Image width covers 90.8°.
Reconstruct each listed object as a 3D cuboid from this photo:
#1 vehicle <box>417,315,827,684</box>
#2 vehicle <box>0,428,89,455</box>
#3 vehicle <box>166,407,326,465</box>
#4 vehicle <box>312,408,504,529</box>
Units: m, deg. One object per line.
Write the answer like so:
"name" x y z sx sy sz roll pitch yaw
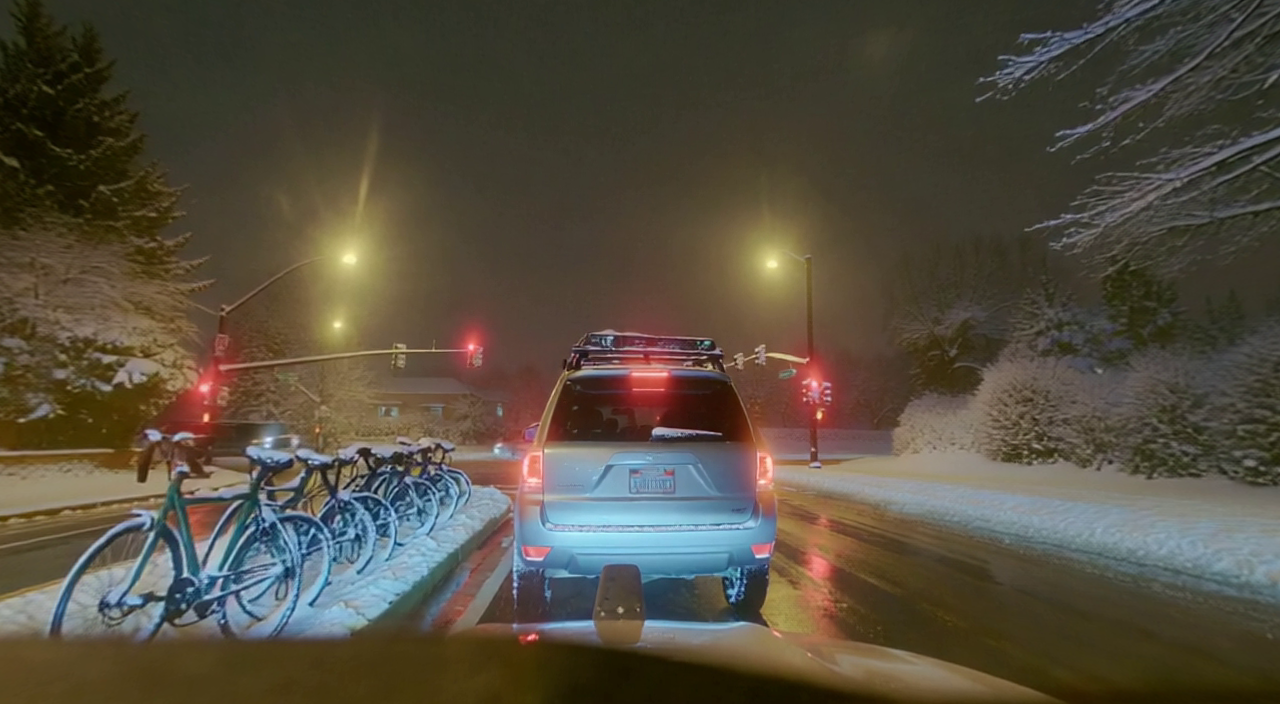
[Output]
"vehicle" -0.243 1.158 6.003 2.333 2.087 4.586 1 -8 -4
"vehicle" -36.060 5.396 38.018 3.926 1.536 1.731 0 -8 -8
"vehicle" -25.119 5.409 40.723 8.040 3.335 3.070 -1 -9 -7
"vehicle" -4.198 2.220 12.618 2.337 1.858 5.409 1 -9 -7
